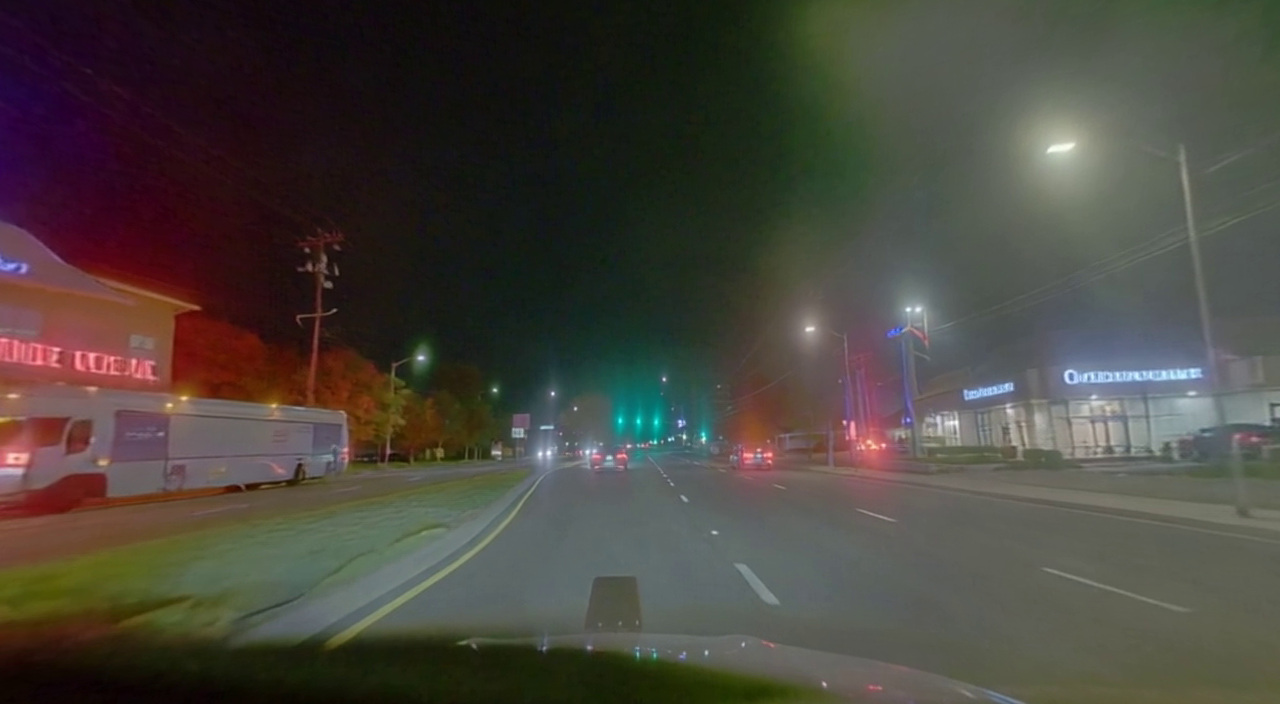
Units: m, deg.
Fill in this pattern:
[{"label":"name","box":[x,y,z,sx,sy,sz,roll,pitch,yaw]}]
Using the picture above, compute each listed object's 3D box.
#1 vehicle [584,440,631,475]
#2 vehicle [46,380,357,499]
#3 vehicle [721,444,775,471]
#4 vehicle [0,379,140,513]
[{"label":"vehicle","box":[-1.589,5.029,30.339,2.072,1.545,4.578,0,-8,-4]},{"label":"vehicle","box":[-19.285,4.331,30.809,3.133,4.167,16.699,0,-8,1]},{"label":"vehicle","box":[6.211,6.114,36.817,2.075,1.475,4.571,0,-8,-3]},{"label":"vehicle","box":[-19.436,2.957,20.168,2.986,3.786,4.453,0,-8,1]}]
